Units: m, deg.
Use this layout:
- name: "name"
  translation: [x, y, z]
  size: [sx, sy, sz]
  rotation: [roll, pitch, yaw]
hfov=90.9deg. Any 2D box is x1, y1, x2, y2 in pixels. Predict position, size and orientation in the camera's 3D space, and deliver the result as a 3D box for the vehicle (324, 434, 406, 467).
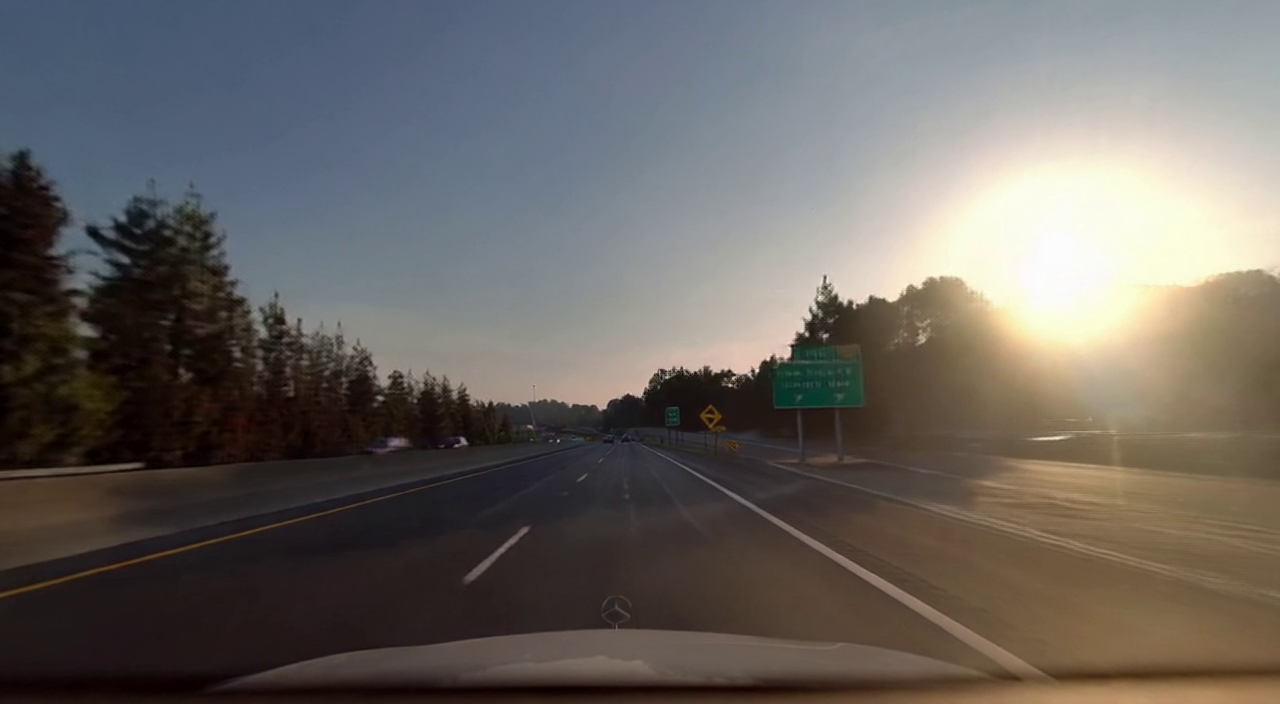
- name: "vehicle"
  translation: [-13.127, 4.696, 30.434]
  size: [1.917, 1.457, 4.632]
  rotation: [0, -8, -1]
